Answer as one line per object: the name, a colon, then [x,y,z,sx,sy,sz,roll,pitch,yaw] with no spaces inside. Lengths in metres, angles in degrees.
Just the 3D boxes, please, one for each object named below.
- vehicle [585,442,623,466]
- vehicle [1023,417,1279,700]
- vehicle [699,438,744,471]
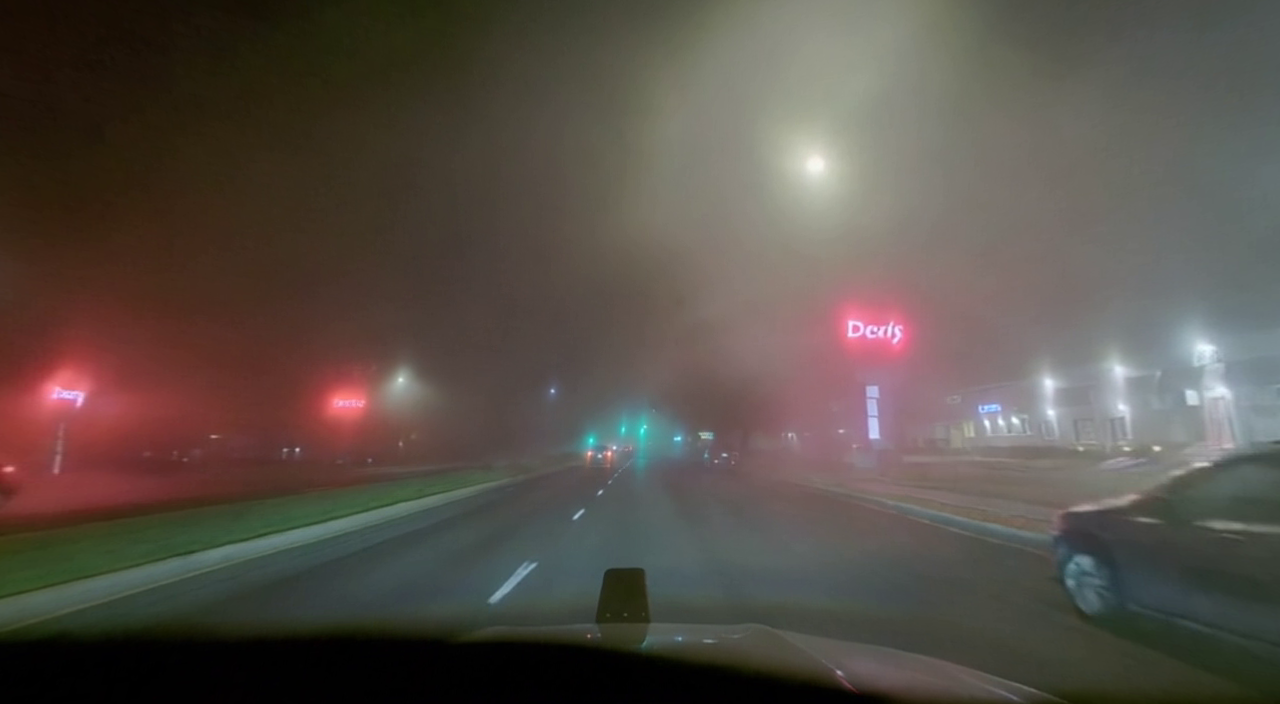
vehicle: [-2.350,6.855,42.477,2.176,1.543,4.335,0,-8,1]
vehicle: [4.431,1.099,3.338,2.025,1.500,4.465,0,-8,1]
vehicle: [4.676,5.965,36.886,2.067,1.755,4.616,0,-8,1]
